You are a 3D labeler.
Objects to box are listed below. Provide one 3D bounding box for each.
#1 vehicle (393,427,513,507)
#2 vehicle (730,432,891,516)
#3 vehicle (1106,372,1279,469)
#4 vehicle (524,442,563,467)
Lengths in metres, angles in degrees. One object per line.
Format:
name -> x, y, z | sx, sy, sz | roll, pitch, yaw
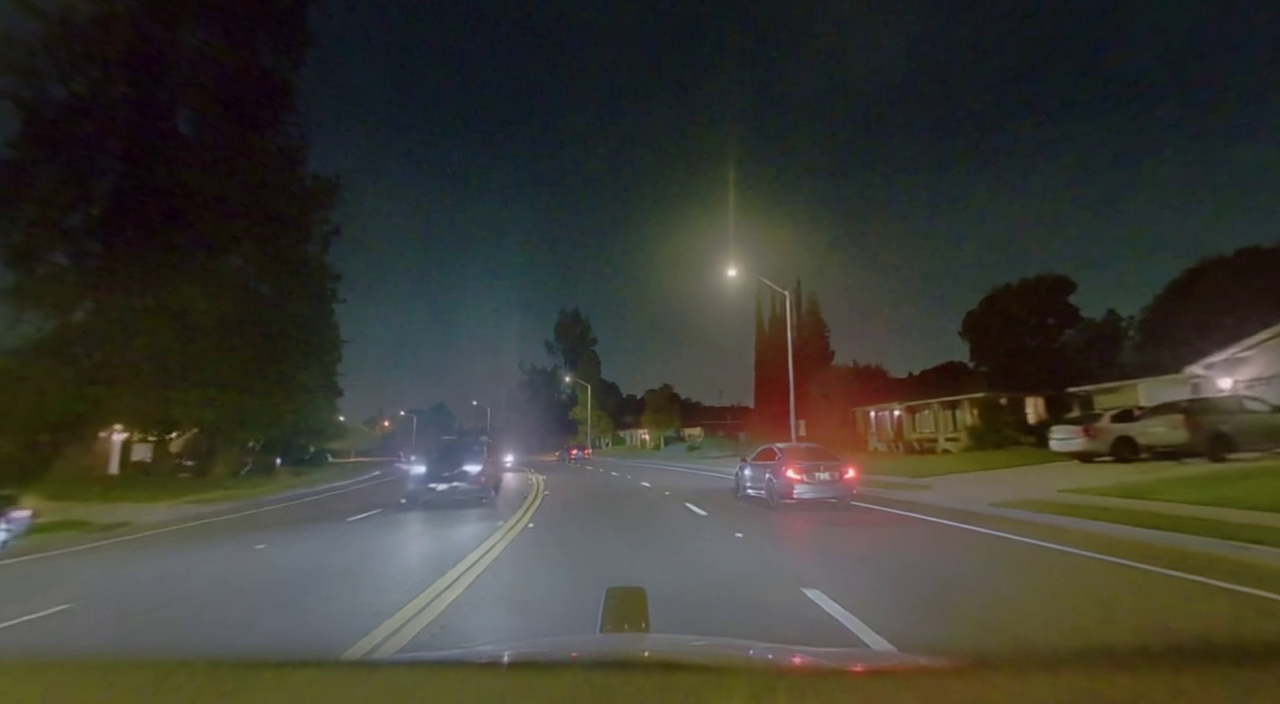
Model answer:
vehicle -> -4.890, 3.061, 17.300 | 2.316, 1.845, 4.805 | 1, -8, -7
vehicle -> 3.434, 2.544, 13.690 | 1.934, 1.506, 4.282 | 1, -8, -5
vehicle -> 14.910, 1.643, 15.895 | 4.455, 1.795, 2.331 | -7, -6, -7
vehicle -> -6.994, 7.317, 45.333 | 2.106, 1.667, 4.367 | 2, -9, -17
